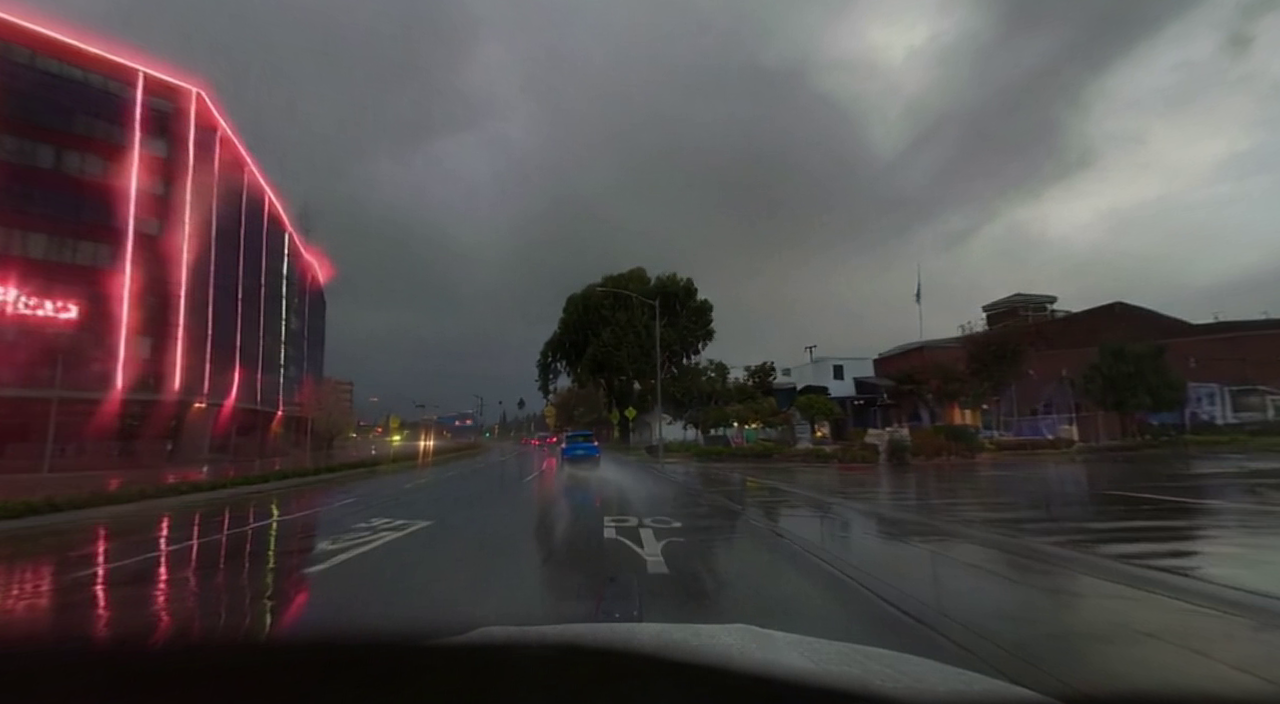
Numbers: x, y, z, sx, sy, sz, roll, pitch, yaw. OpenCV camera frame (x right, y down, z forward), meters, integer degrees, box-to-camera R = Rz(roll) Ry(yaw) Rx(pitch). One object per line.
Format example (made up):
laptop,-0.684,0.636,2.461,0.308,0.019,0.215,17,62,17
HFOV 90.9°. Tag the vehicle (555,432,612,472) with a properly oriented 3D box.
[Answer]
vehicle,-2.525,4.258,27.211,2.231,1.572,4.227,1,-8,-8
